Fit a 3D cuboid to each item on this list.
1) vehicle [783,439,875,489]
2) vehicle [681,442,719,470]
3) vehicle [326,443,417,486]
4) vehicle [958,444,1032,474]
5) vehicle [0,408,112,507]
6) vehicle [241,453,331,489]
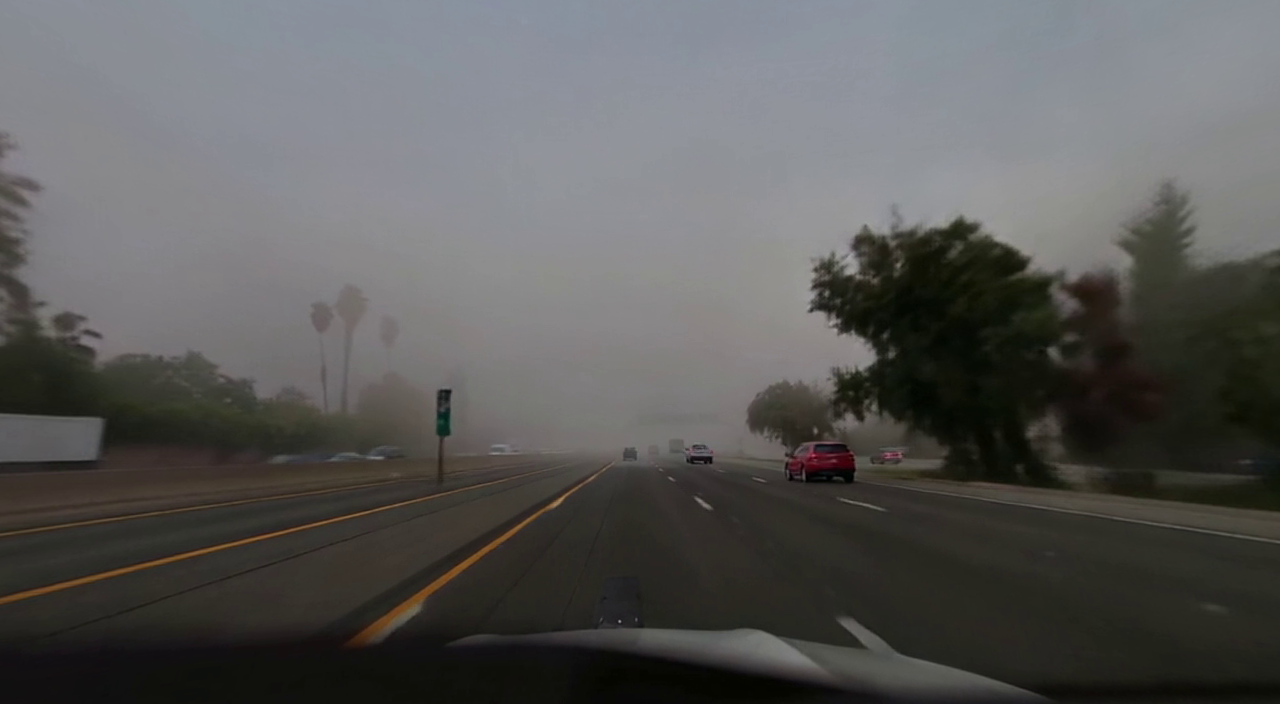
[{"bbox_3d":[6.731,4.021,22.971,1.902,1.623,4.360,0,-8,-1],"label":"vehicle"},{"bbox_3d":[3.833,6.711,40.768,2.035,1.704,3.867,0,-8,-1],"label":"vehicle"},{"bbox_3d":[-12.490,5.241,29.683,2.103,1.814,4.898,0,-8,1],"label":"vehicle"},{"bbox_3d":[21.135,6.354,37.720,1.887,1.642,4.592,0,-8,3],"label":"vehicle"},{"bbox_3d":[-23.007,3.631,21.684,2.761,3.311,7.660,0,-8,1],"label":"vehicle"},{"bbox_3d":[-16.238,5.458,29.124,1.896,1.477,3.946,0,-8,-1],"label":"vehicle"}]
